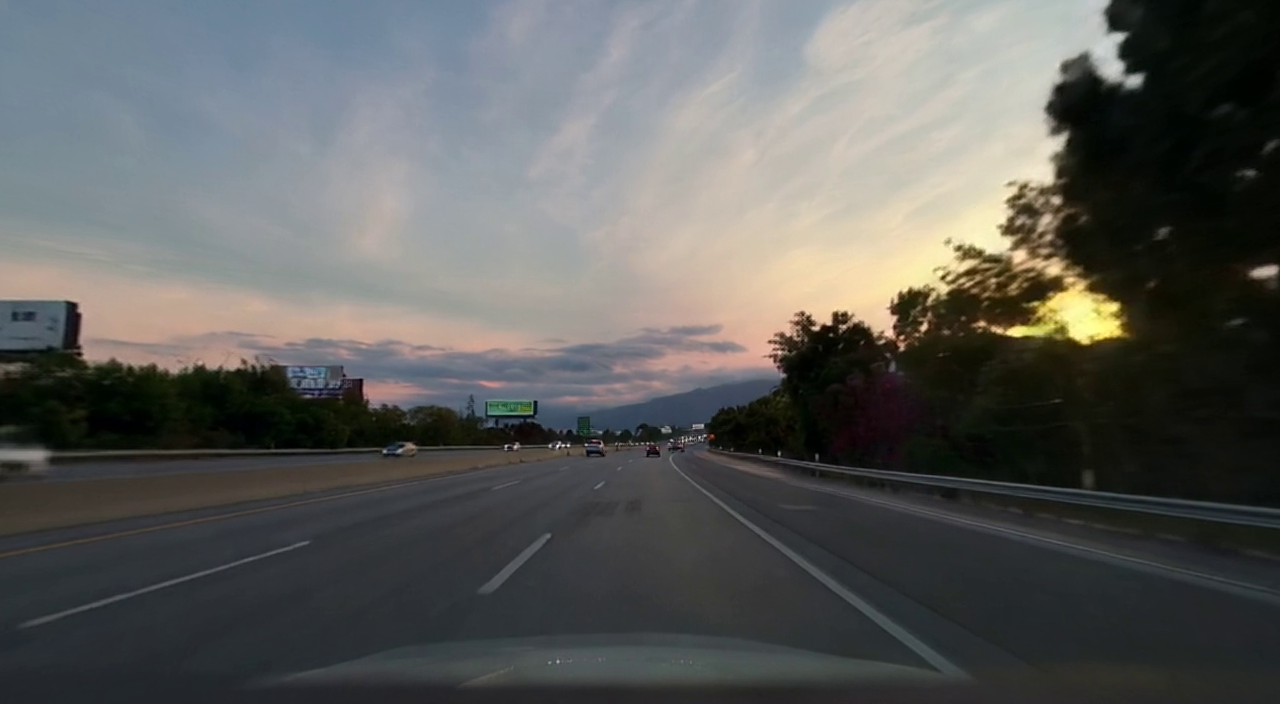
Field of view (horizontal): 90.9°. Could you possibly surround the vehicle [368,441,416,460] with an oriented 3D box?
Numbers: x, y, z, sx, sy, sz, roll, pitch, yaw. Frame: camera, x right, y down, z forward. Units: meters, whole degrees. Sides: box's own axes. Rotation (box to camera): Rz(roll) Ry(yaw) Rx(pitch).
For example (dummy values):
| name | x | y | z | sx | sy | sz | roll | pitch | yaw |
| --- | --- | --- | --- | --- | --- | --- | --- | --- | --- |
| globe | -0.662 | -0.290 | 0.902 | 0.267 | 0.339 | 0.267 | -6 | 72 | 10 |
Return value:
| name | x | y | z | sx | sy | sz | roll | pitch | yaw |
| --- | --- | --- | --- | --- | --- | --- | --- | --- | --- |
| vehicle | -17.746 | 7.066 | 45.312 | 1.914 | 1.269 | 3.536 | 0 | -8 | 3 |
